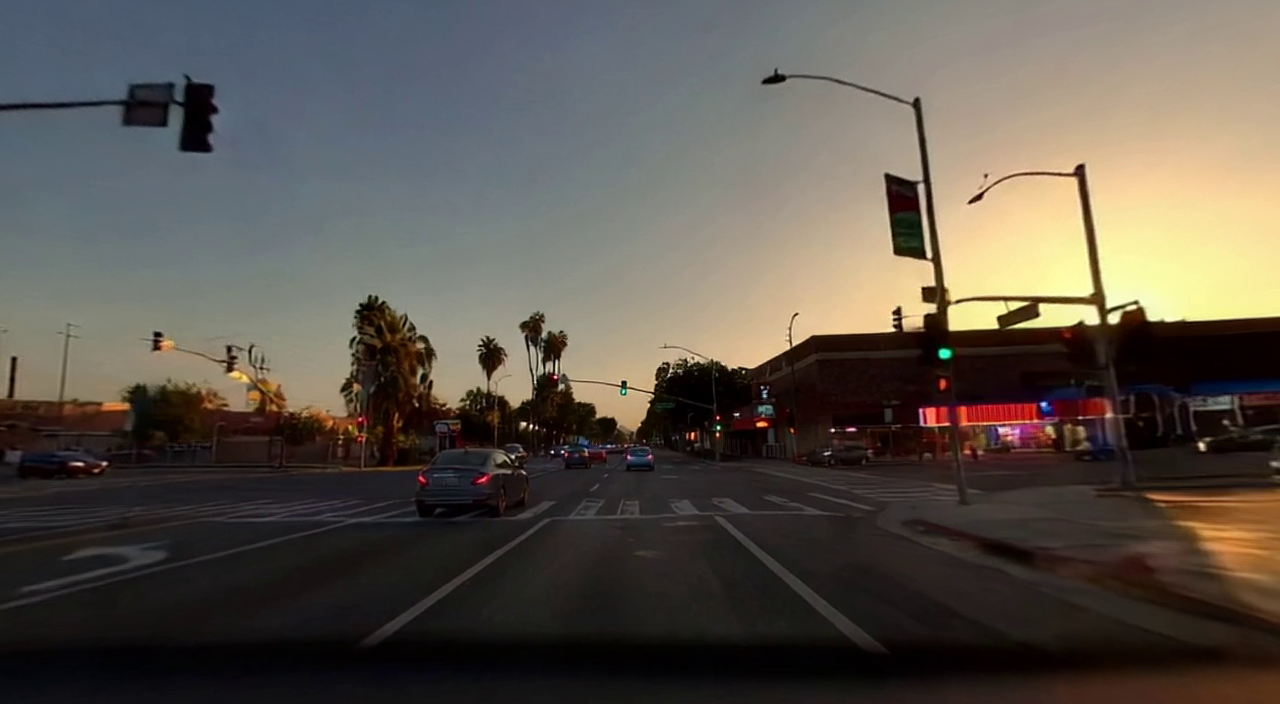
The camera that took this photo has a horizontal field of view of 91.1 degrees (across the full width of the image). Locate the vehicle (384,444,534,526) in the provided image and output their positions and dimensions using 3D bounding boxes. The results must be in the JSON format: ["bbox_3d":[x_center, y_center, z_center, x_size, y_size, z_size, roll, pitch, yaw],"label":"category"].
[{"bbox_3d":[-3.775,2.837,14.031,1.904,1.513,4.410,-1,-8,2],"label":"vehicle"}]

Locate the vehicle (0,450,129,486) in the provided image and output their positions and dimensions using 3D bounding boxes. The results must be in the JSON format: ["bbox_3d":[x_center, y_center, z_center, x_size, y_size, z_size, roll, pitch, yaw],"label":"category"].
[{"bbox_3d":[-28.916,5.800,31.397,4.945,1.582,1.938,-2,-10,-2],"label":"vehicle"}]

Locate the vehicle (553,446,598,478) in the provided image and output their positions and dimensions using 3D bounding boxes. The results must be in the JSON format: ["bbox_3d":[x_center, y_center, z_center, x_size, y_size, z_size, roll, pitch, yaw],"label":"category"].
[{"bbox_3d":[-3.477,5.993,34.476,1.979,1.634,3.957,0,-8,2],"label":"vehicle"}]

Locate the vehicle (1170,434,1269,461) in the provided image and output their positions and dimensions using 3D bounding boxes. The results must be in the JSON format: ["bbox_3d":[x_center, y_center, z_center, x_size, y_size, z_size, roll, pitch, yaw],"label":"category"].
[{"bbox_3d":[39.613,6.521,42.999,4.780,1.784,2.092,0,-8,-4],"label":"vehicle"}]

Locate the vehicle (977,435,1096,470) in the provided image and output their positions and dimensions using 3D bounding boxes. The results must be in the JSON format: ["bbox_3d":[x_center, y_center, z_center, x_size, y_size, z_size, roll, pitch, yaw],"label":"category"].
[{"bbox_3d":[20.400,5.172,32.456,4.699,1.716,2.108,0,-8,-1],"label":"vehicle"}]

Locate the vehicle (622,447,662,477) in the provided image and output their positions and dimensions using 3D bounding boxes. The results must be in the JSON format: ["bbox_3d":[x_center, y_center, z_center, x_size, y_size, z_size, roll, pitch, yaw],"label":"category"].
[{"bbox_3d":[0.101,6.082,34.908,2.094,1.496,4.070,0,-8,0],"label":"vehicle"}]

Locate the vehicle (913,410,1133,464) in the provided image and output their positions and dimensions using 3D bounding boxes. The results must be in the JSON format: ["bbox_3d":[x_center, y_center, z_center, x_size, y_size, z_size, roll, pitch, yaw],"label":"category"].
[{"bbox_3d":[25.953,5.843,42.954,13.025,3.480,3.091,0,-9,-2],"label":"vehicle"}]

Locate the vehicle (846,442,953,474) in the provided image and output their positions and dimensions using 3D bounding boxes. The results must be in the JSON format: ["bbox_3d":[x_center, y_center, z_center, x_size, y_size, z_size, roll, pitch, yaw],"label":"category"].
[{"bbox_3d":[13.238,5.428,32.262,4.532,1.504,2.087,0,-8,0],"label":"vehicle"}]
